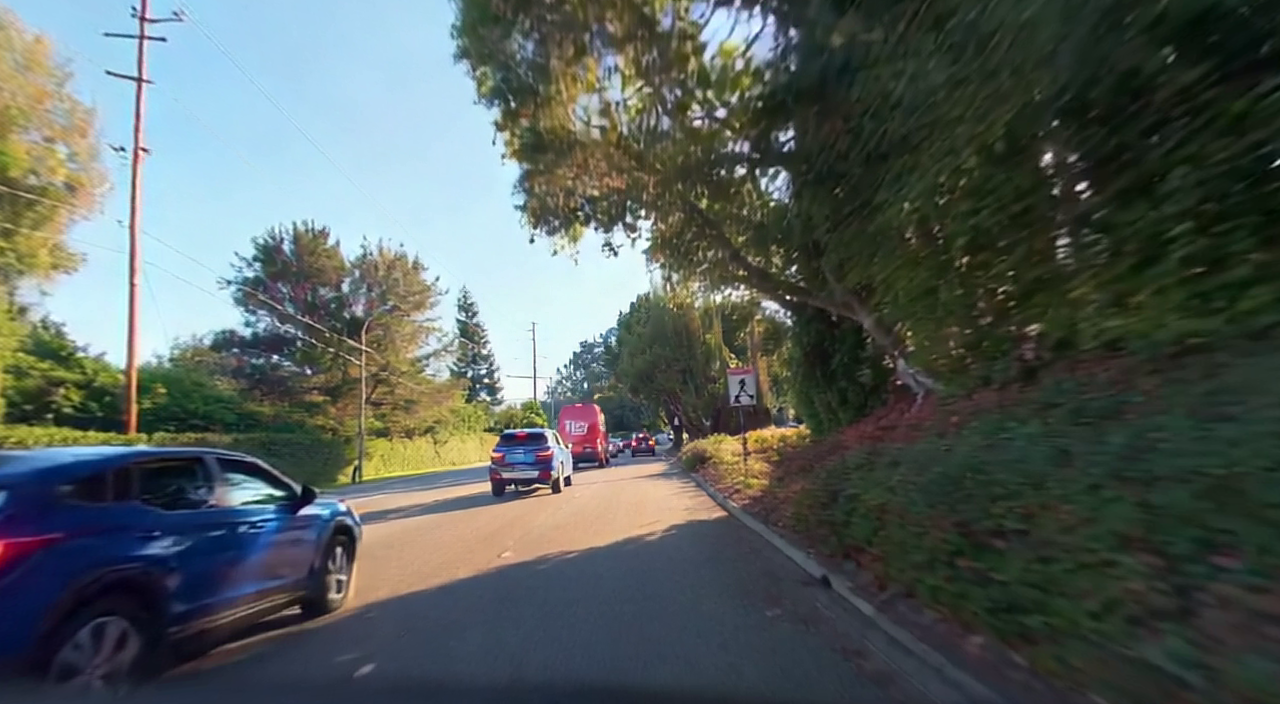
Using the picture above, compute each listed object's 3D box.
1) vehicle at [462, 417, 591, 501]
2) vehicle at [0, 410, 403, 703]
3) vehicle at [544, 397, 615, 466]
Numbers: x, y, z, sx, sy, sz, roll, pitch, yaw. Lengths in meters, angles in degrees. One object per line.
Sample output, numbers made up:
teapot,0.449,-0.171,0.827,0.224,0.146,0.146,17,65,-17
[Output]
vehicle,-2.702,2.747,16.626,2.187,1.821,5.501,-1,-8,2
vehicle,-3.269,1.139,3.582,1.966,1.466,4.699,-1,-8,1
vehicle,-2.973,4.327,33.767,2.818,3.181,9.114,-1,-8,1
